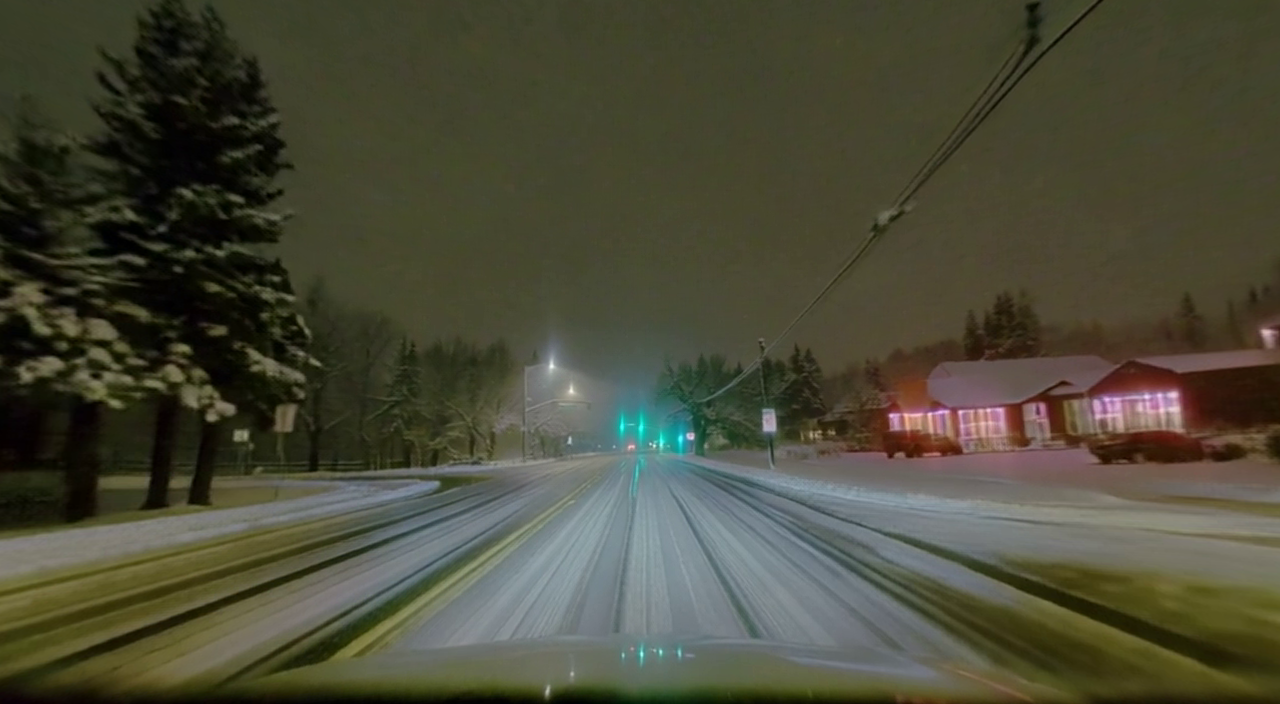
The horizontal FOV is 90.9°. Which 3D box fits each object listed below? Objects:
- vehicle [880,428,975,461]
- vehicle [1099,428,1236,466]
[{"bbox_3d":[18.438,5.966,40.570,4.978,1.991,2.234,-1,-8,3],"label":"vehicle"},{"bbox_3d":[21.309,3.843,25.566,3.879,1.452,1.838,0,-9,0],"label":"vehicle"}]
